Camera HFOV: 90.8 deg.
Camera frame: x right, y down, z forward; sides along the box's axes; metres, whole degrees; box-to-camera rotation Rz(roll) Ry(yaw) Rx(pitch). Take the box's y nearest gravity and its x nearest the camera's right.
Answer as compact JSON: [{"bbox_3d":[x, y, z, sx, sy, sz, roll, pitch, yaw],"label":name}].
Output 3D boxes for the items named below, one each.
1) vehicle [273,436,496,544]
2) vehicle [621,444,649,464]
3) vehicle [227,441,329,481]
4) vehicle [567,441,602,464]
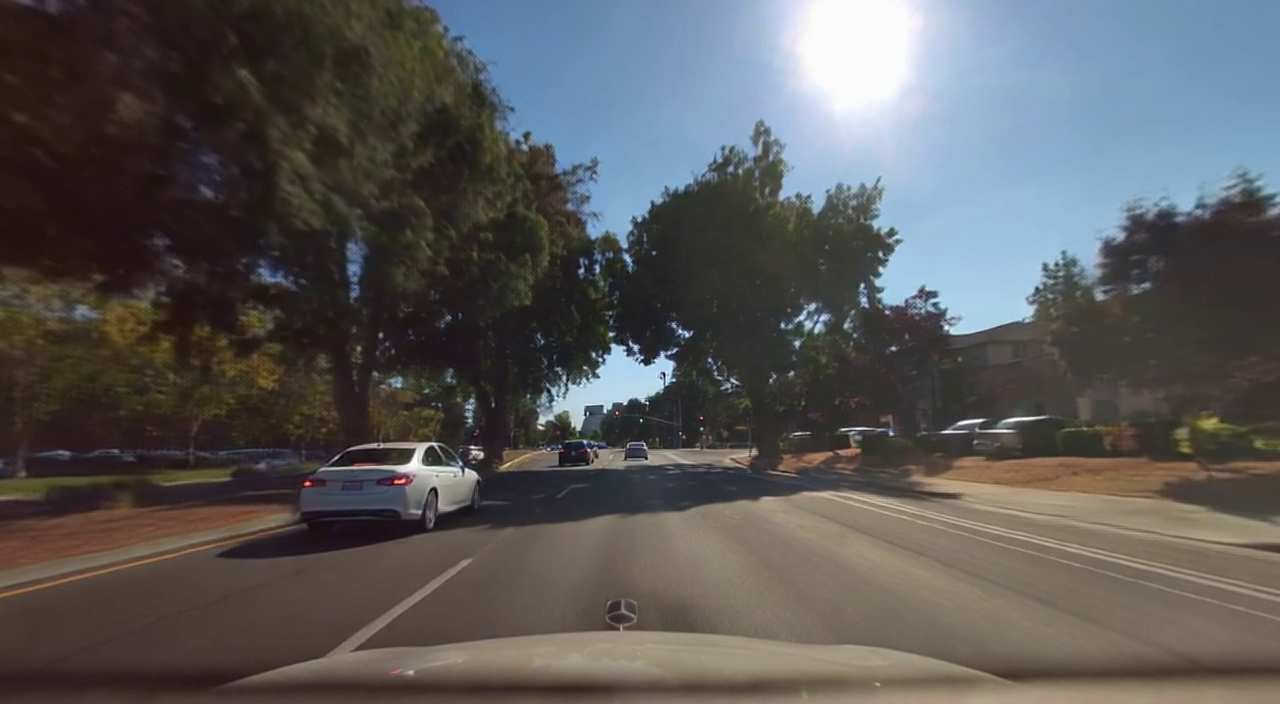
[{"bbox_3d":[-3.891,2.163,10.616,1.905,1.418,4.396,0,-8,0],"label":"vehicle"},{"bbox_3d":[-0.393,7.642,47.644,1.991,1.431,4.199,0,-9,-1],"label":"vehicle"},{"bbox_3d":[-16.484,4.969,29.102,1.973,1.660,4.705,0,-8,-1],"label":"vehicle"},{"bbox_3d":[-3.999,7.364,46.271,2.103,1.592,4.160,0,-8,1],"label":"vehicle"}]
